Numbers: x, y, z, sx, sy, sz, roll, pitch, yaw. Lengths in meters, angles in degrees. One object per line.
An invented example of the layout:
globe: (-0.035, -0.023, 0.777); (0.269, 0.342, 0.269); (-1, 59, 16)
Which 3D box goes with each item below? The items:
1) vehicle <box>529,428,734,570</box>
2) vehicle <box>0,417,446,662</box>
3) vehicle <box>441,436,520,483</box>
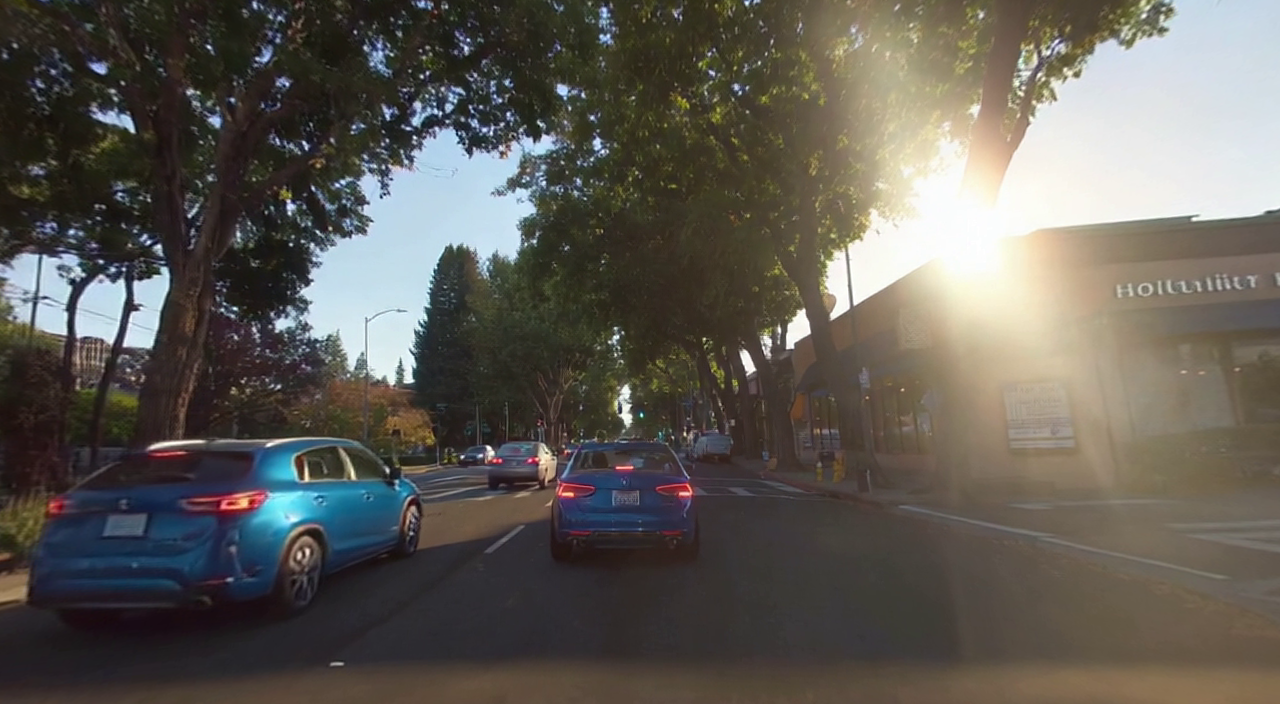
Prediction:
vehicle: (-0.097, 1.861, 8.761); (2.160, 1.482, 4.037); (0, -9, 0)
vehicle: (-3.450, 1.446, 5.912); (1.905, 1.473, 4.016); (0, -9, 1)
vehicle: (-6.196, 4.242, 25.072); (2.095, 1.682, 4.371); (0, -9, -2)
